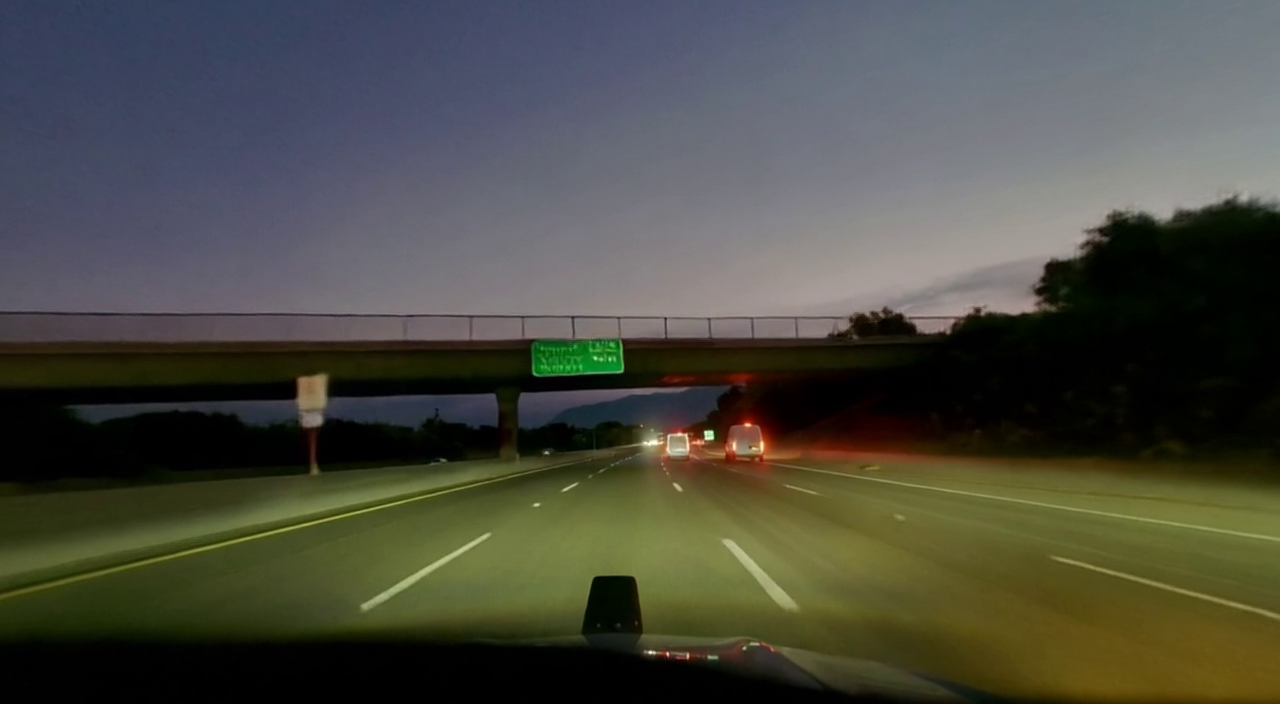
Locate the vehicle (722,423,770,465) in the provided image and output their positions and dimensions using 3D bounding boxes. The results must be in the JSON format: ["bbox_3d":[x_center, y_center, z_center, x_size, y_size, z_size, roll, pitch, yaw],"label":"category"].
[{"bbox_3d":[7.634,6.738,46.138,2.379,2.819,6.294,0,-8,0],"label":"vehicle"}]
